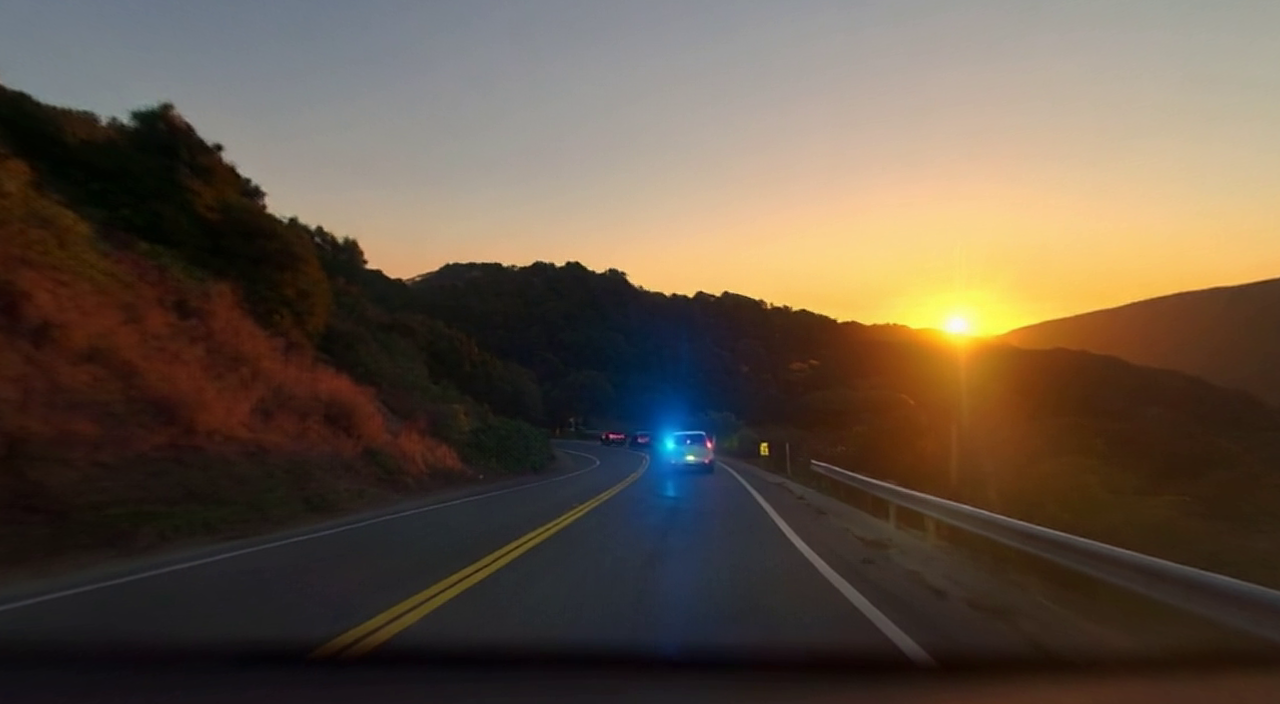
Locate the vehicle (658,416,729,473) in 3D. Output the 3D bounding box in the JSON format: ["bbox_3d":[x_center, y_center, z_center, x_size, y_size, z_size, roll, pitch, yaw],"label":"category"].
[{"bbox_3d":[2.041,3.696,25.329,2.500,1.961,5.637,-1,-8,3],"label":"vehicle"}]
